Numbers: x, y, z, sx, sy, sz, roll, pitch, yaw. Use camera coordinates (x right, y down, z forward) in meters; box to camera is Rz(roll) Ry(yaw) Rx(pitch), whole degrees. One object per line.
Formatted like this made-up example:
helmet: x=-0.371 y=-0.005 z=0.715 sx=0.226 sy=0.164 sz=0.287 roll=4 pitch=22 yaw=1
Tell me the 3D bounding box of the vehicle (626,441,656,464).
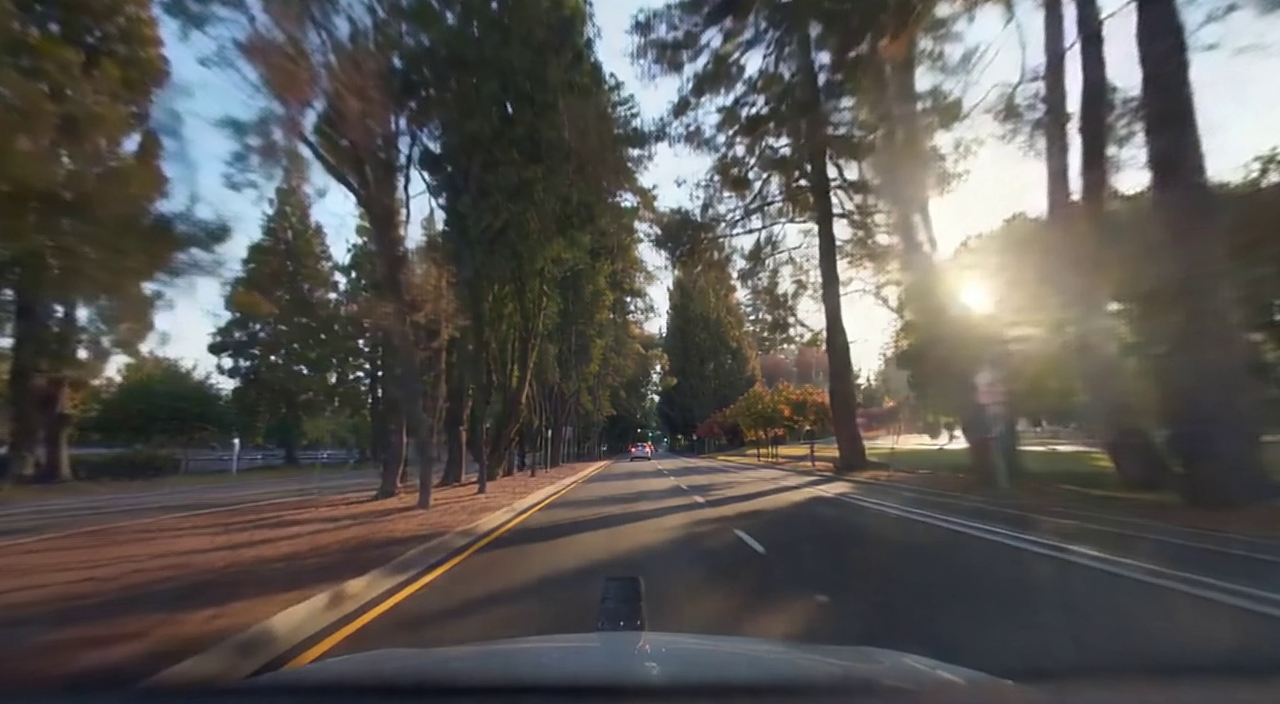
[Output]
vehicle: x=0.094 y=7.240 z=45.588 sx=2.048 sy=1.584 sz=4.393 roll=0 pitch=-8 yaw=0
